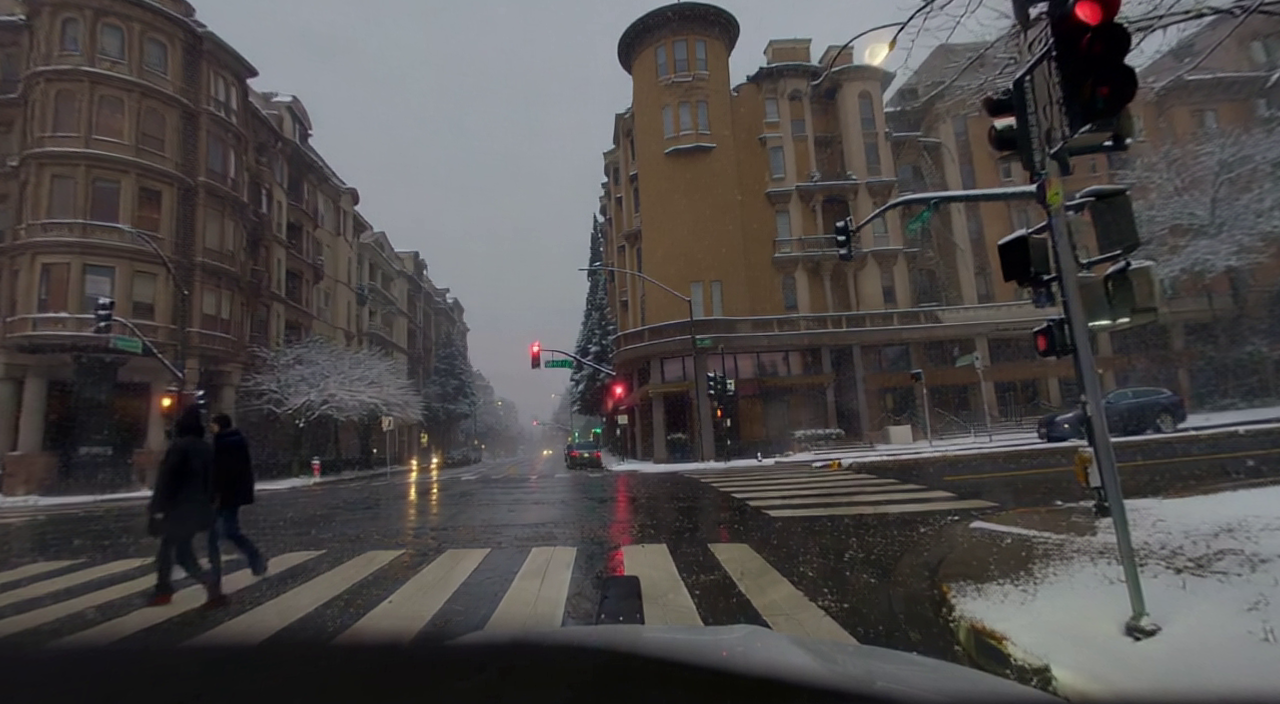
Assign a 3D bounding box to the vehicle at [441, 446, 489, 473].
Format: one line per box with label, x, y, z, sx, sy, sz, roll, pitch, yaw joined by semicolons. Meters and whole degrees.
vehicle;-10.462;6.461;38.134;2.196;1.503;4.371;1;-8;-8
